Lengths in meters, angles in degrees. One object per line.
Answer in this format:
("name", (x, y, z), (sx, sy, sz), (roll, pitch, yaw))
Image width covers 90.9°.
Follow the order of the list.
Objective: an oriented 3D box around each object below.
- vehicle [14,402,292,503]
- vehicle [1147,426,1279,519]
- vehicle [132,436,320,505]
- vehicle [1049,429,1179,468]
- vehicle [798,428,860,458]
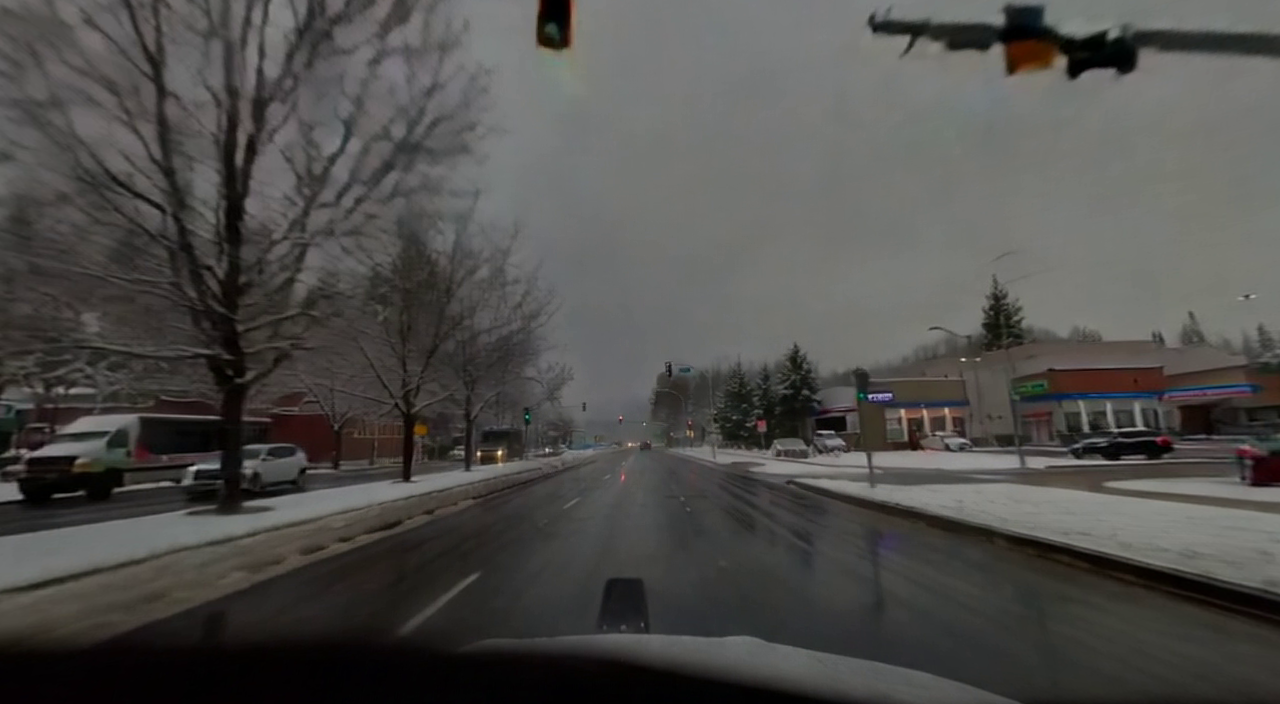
("vehicle", (-19.055, 4.114, 26.212), (2.958, 3.304, 10.523), (0, -9, 1))
("vehicle", (12.173, 2.063, 11.404), (4.312, 1.416, 1.885), (-3, -8, -1))
("vehicle", (-11.293, 3.230, 17.731), (2.078, 1.656, 4.624), (0, -9, 1))
("vehicle", (23.913, 4.886, 31.956), (4.999, 1.814, 2.158), (-7, -11, 39))
("vehicle", (14.546, 7.003, 48.619), (4.203, 2.206, 1.934), (-1, -9, 7))
